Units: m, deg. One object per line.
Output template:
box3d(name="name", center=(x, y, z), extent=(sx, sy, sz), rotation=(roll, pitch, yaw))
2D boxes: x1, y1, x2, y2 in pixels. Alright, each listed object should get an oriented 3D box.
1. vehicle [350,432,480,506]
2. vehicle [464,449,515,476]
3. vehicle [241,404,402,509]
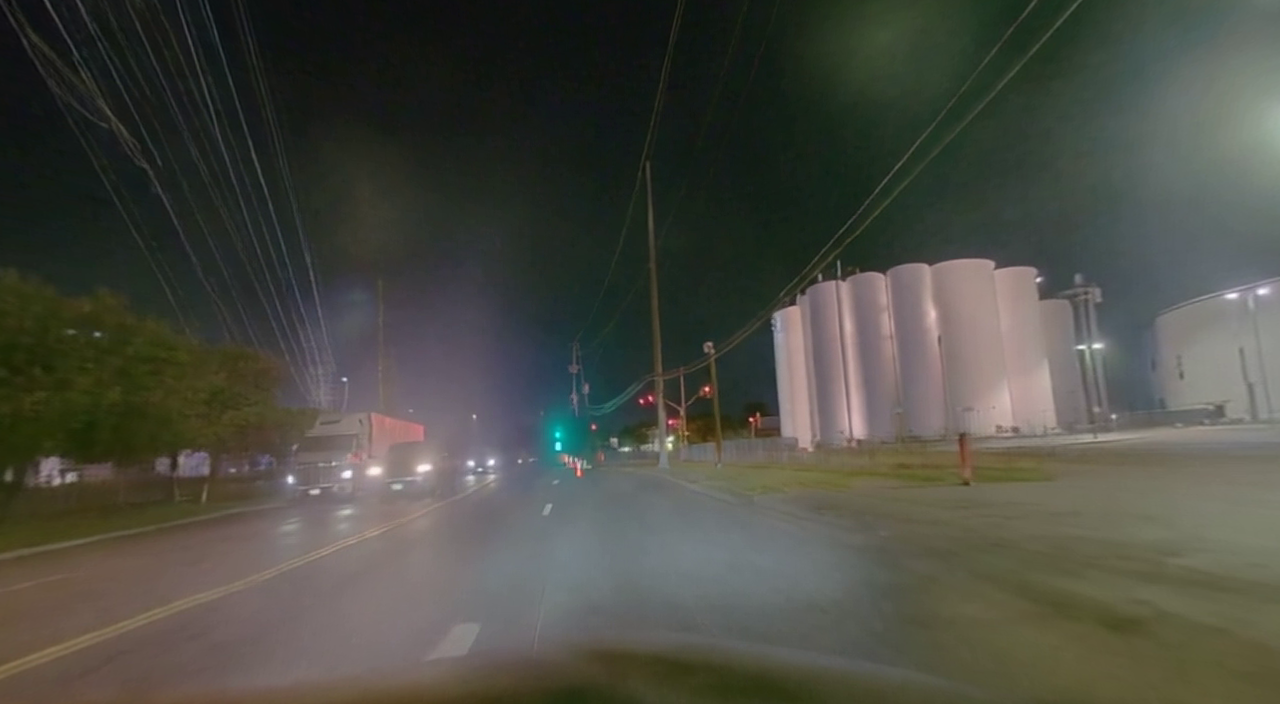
box3d(name="vehicle", center=(-6.299, 3.337, 18.497), extent=(2.282, 1.809, 5.297), rotation=(0, -9, -5))
box3d(name="vehicle", center=(-8.913, 6.575, 37.894), extent=(2.117, 1.484, 4.544), rotation=(0, -9, -3))
box3d(name="vehicle", center=(-11.087, 3.740, 23.030), extent=(2.905, 3.133, 7.675), rotation=(1, -9, -9))
